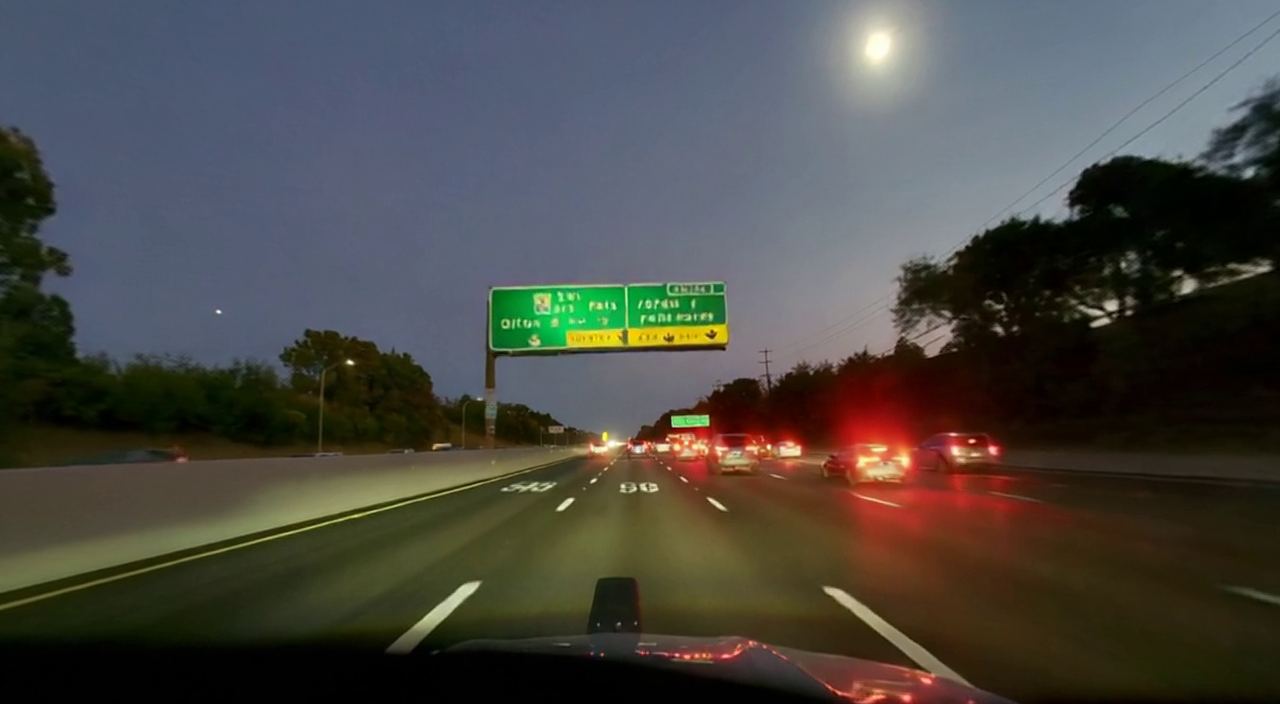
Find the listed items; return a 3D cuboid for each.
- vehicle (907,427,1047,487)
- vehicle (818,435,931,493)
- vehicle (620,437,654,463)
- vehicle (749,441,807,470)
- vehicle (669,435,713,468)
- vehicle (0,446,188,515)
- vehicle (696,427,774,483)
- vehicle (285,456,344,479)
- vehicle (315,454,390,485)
[{"bbox_3d":[10.693,3.366,20.478,1.925,1.708,4.643,0,-8,-1],"label":"vehicle"},{"bbox_3d":[6.830,3.289,18.800,1.836,1.527,3.783,0,-8,-1],"label":"vehicle"},{"bbox_3d":[-0.240,7.157,45.979,2.314,1.796,4.254,0,-8,-1],"label":"vehicle"},{"bbox_3d":[7.437,5.595,34.306,1.964,1.475,4.310,0,-8,-3],"label":"vehicle"},{"bbox_3d":[2.984,6.006,38.128,2.152,1.821,4.853,0,-8,-1],"label":"vehicle"},{"bbox_3d":[-18.940,4.282,21.775,2.413,2.039,5.671,0,-8,-1],"label":"vehicle"},{"bbox_3d":[3.485,3.894,24.052,2.095,1.886,4.727,0,-8,-2],"label":"vehicle"},{"bbox_3d":[-23.301,8.246,45.194,1.794,1.456,4.630,0,-8,-1],"label":"vehicle"},{"bbox_3d":[-15.297,6.244,33.796,1.878,1.486,4.580,0,-8,0],"label":"vehicle"}]
